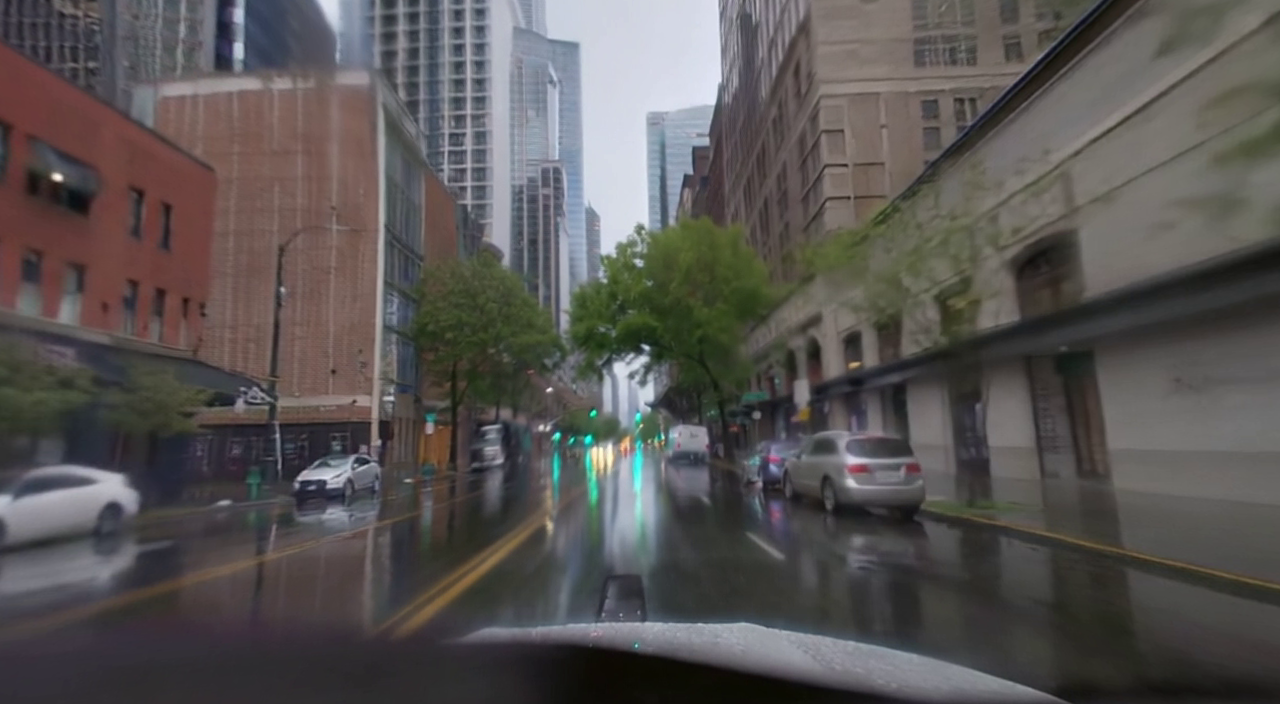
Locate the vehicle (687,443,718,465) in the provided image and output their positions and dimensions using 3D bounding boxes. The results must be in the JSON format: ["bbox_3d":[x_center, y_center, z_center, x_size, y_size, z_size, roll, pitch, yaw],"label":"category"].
[{"bbox_3d":[4.574,7.507,46.670,1.891,1.535,4.068,0,-8,0],"label":"vehicle"}]

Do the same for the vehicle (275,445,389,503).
[{"bbox_3d":[-11.148,4.425,23.277,2.039,1.770,4.445,-3,-9,-1],"label":"vehicle"}]

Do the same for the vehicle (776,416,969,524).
[{"bbox_3d":[4.736,2.499,14.025,2.237,1.908,5.320,0,-8,0],"label":"vehicle"}]

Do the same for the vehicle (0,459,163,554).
[{"bbox_3d":[-11.291,2.765,11.435,2.007,1.511,4.280,-4,-10,0],"label":"vehicle"}]

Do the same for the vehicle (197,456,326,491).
[{"bbox_3d":[-17.276,5.554,29.011,4.575,1.462,2.015,0,-8,-4],"label":"vehicle"}]
